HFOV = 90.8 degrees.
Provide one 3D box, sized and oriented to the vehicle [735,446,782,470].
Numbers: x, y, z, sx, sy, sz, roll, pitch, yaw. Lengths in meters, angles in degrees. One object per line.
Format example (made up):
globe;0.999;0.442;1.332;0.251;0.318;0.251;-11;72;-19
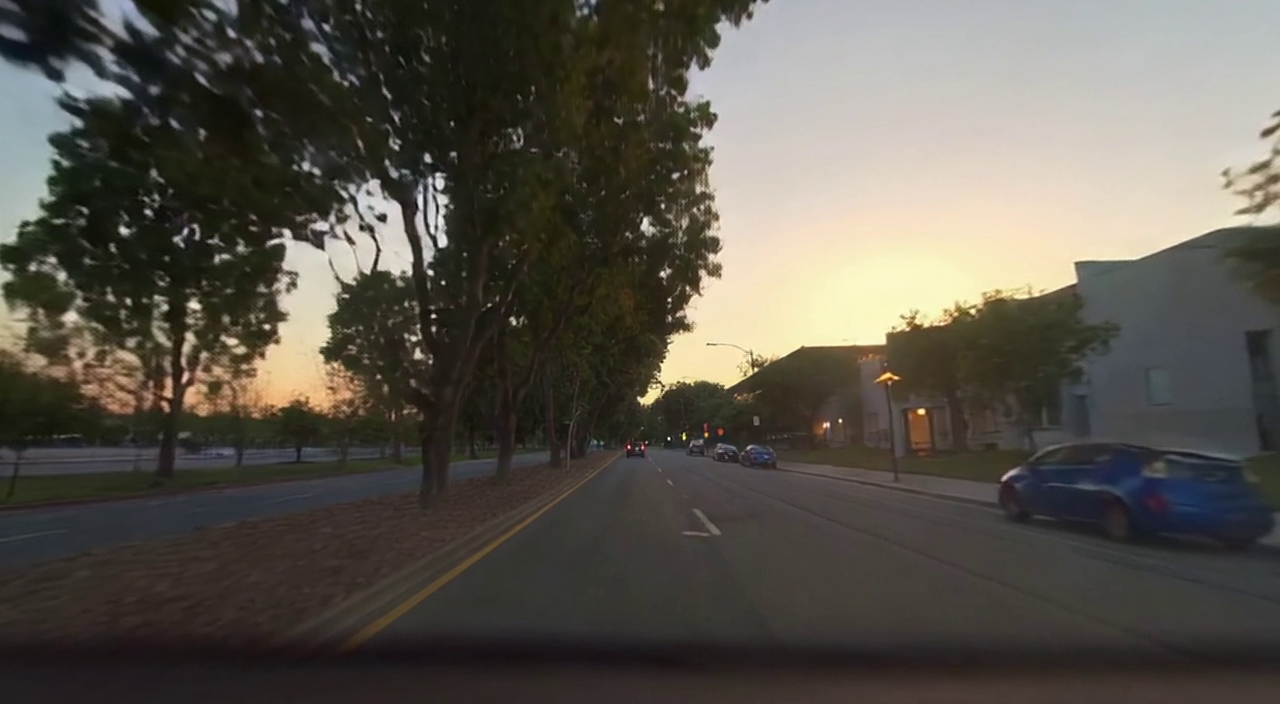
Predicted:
vehicle;7.498;6.721;40.399;1.991;1.446;4.685;0;-8;-1

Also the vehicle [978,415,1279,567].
vehicle;7.877;2.054;10.158;2.167;1.848;4.713;0;-8;-1
